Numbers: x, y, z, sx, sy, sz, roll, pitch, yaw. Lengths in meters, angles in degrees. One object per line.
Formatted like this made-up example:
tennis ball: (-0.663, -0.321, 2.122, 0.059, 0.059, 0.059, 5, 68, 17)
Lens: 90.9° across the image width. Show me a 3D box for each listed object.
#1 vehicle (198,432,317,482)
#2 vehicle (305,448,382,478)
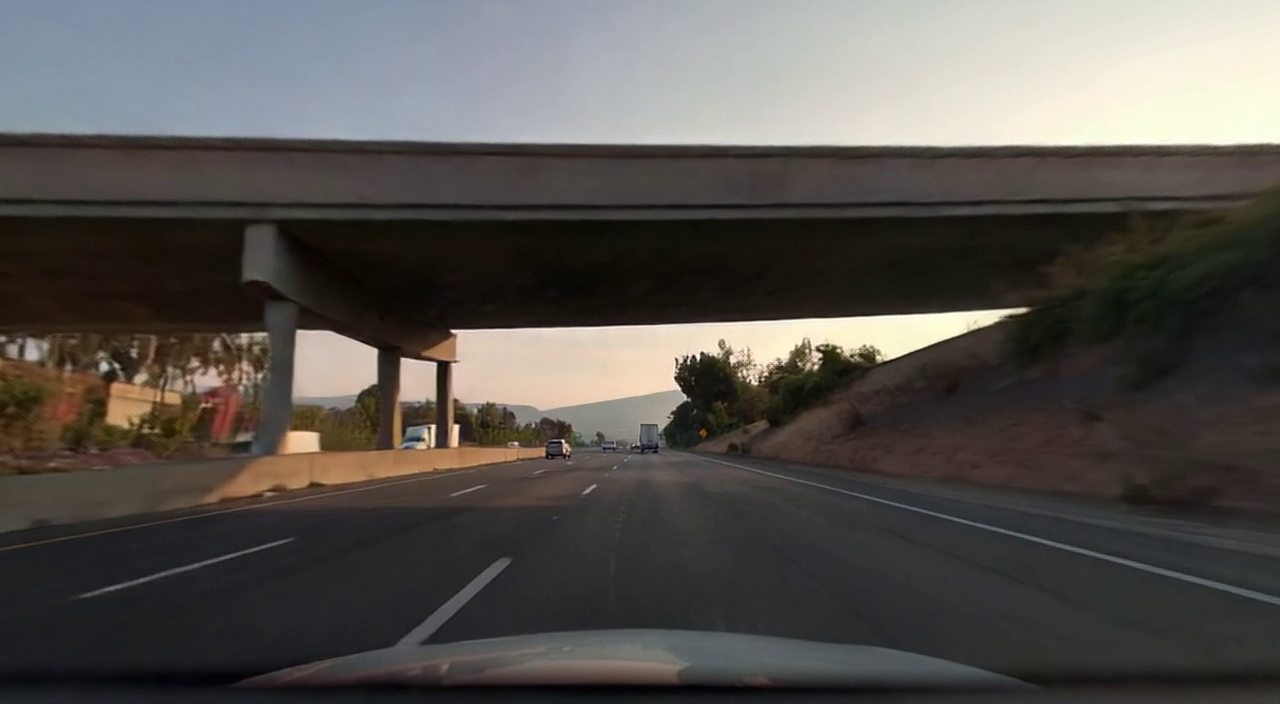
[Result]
vehicle: (-20.213, 5.577, 33.830, 2.480, 2.433, 6.048, 0, -8, 1)
vehicle: (-16.170, 6.068, 34.696, 1.937, 1.470, 4.632, 0, -8, 1)
